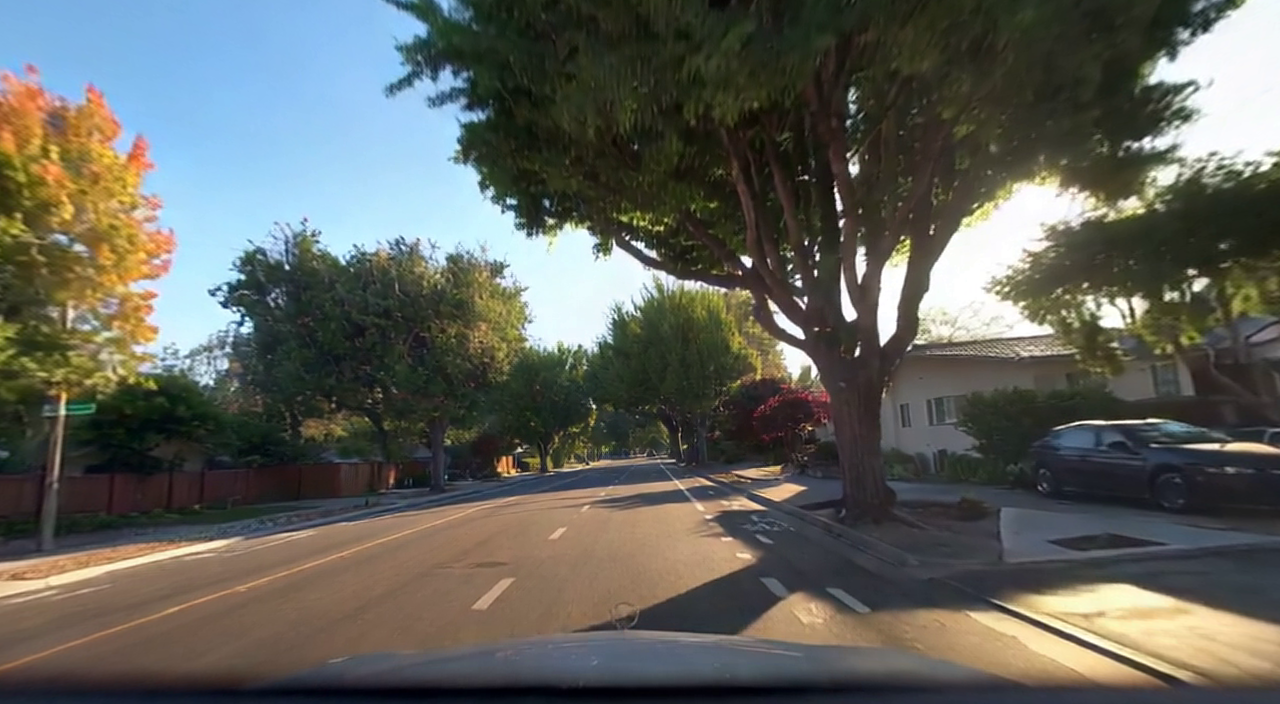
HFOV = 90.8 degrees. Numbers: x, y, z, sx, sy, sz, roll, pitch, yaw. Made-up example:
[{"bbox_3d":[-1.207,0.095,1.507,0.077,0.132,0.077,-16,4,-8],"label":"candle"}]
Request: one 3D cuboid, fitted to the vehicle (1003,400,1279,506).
[{"bbox_3d":[10.971,2.158,13.589,2.187,1.786,5.323,3,-9,-16],"label":"vehicle"}]
